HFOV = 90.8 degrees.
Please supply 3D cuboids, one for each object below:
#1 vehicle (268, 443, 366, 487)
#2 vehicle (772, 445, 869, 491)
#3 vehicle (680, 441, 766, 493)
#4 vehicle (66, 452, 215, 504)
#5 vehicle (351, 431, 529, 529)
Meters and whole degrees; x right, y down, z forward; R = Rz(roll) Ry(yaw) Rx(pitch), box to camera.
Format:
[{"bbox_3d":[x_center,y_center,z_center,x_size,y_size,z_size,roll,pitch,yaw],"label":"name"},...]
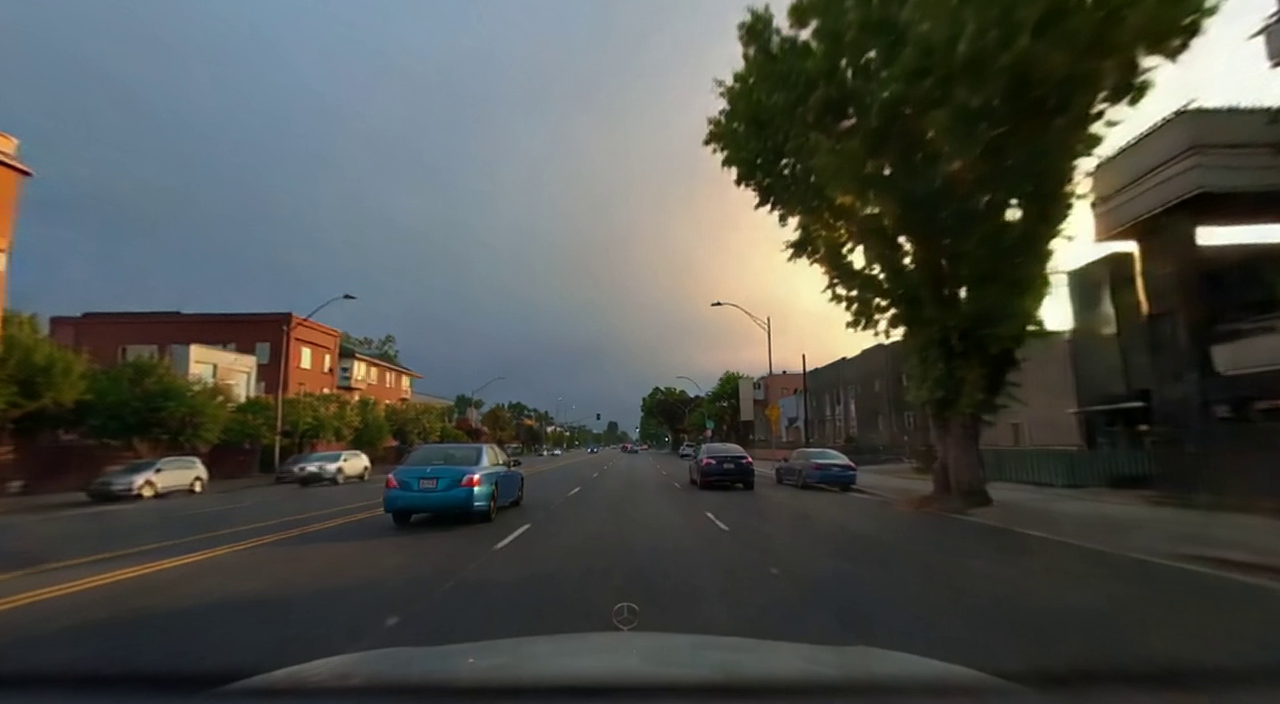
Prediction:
[{"bbox_3d":[-14.788,5.155,29.276,2.110,1.838,4.623,0,-9,0],"label":"vehicle"},{"bbox_3d":[6.250,4.059,22.504,1.881,1.439,4.725,0,-9,-3],"label":"vehicle"},{"bbox_3d":[2.493,3.588,20.121,1.978,1.471,4.426,0,-9,-2],"label":"vehicle"},{"bbox_3d":[-18.058,4.530,23.179,1.929,1.665,4.304,0,-9,0],"label":"vehicle"},{"bbox_3d":[-3.537,2.337,12.093,2.062,1.527,4.044,0,-9,0],"label":"vehicle"}]
